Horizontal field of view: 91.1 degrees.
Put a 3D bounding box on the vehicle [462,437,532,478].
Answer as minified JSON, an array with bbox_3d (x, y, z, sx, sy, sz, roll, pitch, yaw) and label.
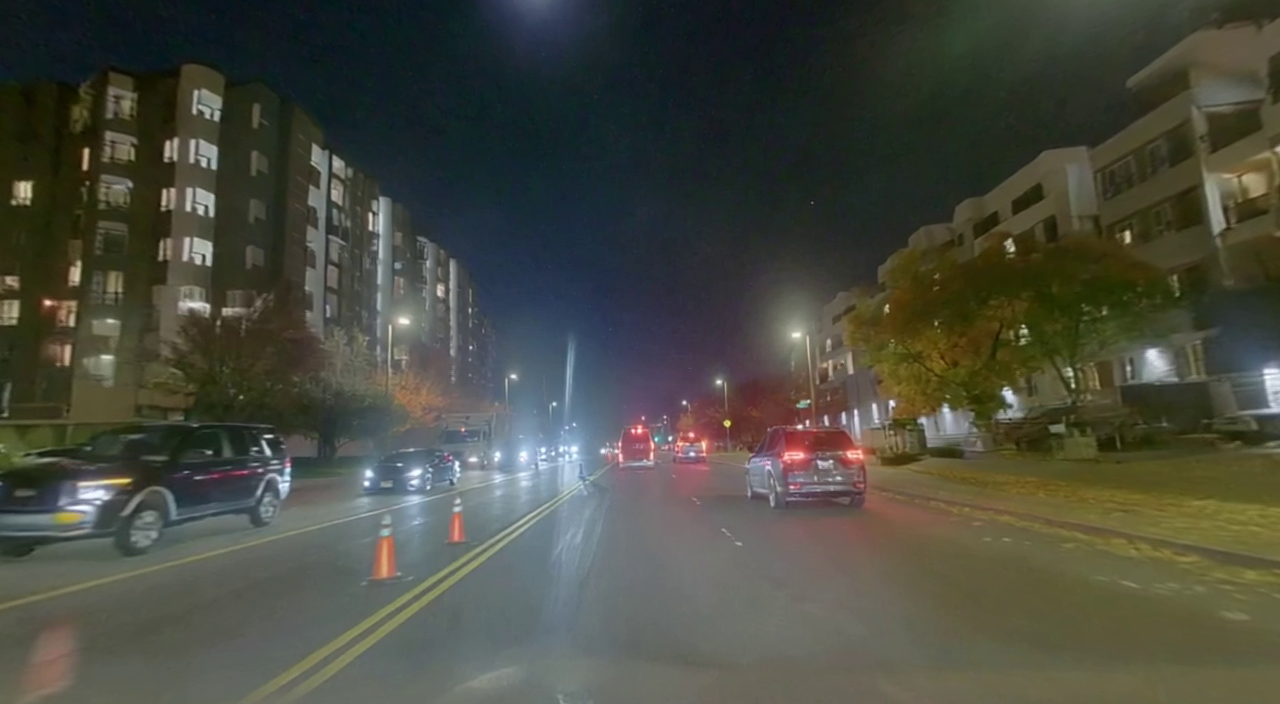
[{"bbox_3d":[-7.156,5.312,31.971,2.437,1.820,4.827,-2,-8,0],"label":"vehicle"}]

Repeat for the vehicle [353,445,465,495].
[{"bbox_3d":[-7.558,3.876,21.104,1.881,1.485,4.522,0,-8,2],"label":"vehicle"}]

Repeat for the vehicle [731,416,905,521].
[{"bbox_3d":[3.549,2.459,13.880,2.120,1.828,5.531,0,-8,-1],"label":"vehicle"}]

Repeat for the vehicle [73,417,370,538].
[{"bbox_3d":[-7.614,2.328,12.310,2.448,1.871,4.820,0,-8,0],"label":"vehicle"}]

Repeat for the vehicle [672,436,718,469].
[{"bbox_3d":[3.245,6.064,38.122,2.187,1.835,5.471,0,-8,-1],"label":"vehicle"}]

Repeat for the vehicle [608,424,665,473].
[{"bbox_3d":[-0.240,5.200,33.935,2.762,2.309,6.723,0,-9,-1],"label":"vehicle"}]
